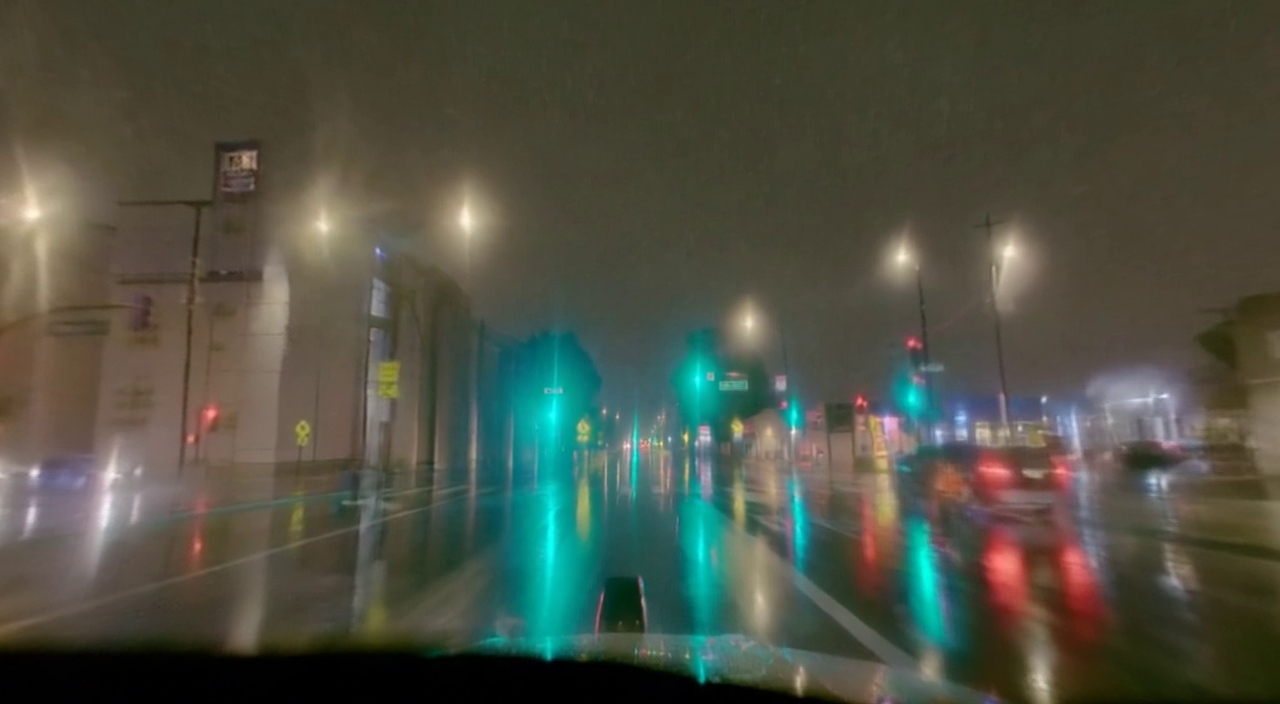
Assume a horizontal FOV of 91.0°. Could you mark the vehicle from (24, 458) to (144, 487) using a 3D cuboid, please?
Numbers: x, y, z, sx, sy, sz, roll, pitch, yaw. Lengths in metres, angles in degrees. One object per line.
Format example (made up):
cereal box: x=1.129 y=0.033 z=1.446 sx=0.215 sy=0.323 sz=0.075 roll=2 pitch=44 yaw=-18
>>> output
vehicle: x=-29.681 y=6.429 z=33.700 sx=4.644 sy=1.428 sz=1.814 roll=0 pitch=-8 yaw=-1

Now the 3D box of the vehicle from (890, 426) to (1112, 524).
vehicle: x=7.220 y=2.491 z=13.306 sx=1.950 sy=1.686 sz=4.509 roll=0 pitch=-9 yaw=-1

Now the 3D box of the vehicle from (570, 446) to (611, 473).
vehicle: x=-2.881 y=6.400 z=37.677 sx=2.078 sy=1.471 sz=4.217 roll=0 pitch=-9 yaw=0
